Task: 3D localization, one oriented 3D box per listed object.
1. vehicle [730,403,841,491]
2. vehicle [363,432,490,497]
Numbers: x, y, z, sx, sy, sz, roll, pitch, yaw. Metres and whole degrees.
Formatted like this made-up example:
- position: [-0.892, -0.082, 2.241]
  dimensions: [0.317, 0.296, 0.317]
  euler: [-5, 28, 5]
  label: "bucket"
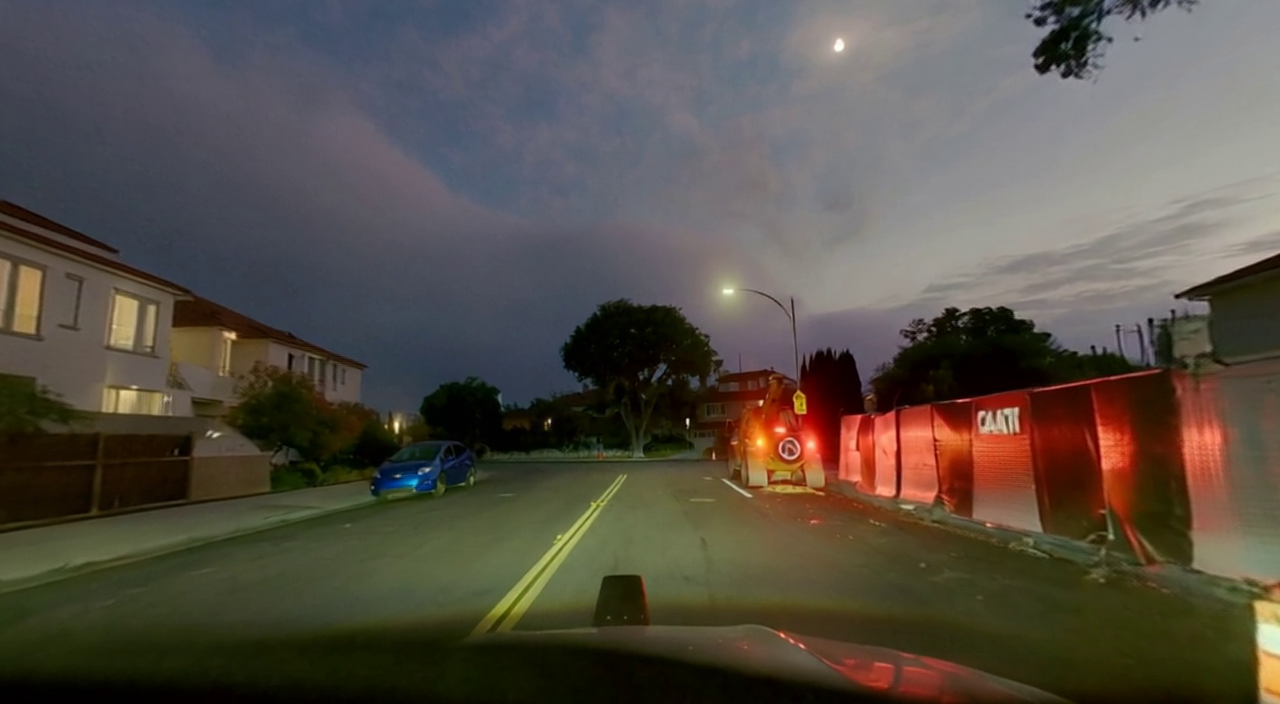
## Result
- position: [4.600, 3.097, 20.593]
  dimensions: [2.501, 2.613, 3.505]
  euler: [1, -9, -5]
  label: "vehicle"
- position: [-6.457, 3.462, 19.828]
  dimensions: [2.220, 1.765, 4.799]
  euler: [0, -8, 1]
  label: "vehicle"
